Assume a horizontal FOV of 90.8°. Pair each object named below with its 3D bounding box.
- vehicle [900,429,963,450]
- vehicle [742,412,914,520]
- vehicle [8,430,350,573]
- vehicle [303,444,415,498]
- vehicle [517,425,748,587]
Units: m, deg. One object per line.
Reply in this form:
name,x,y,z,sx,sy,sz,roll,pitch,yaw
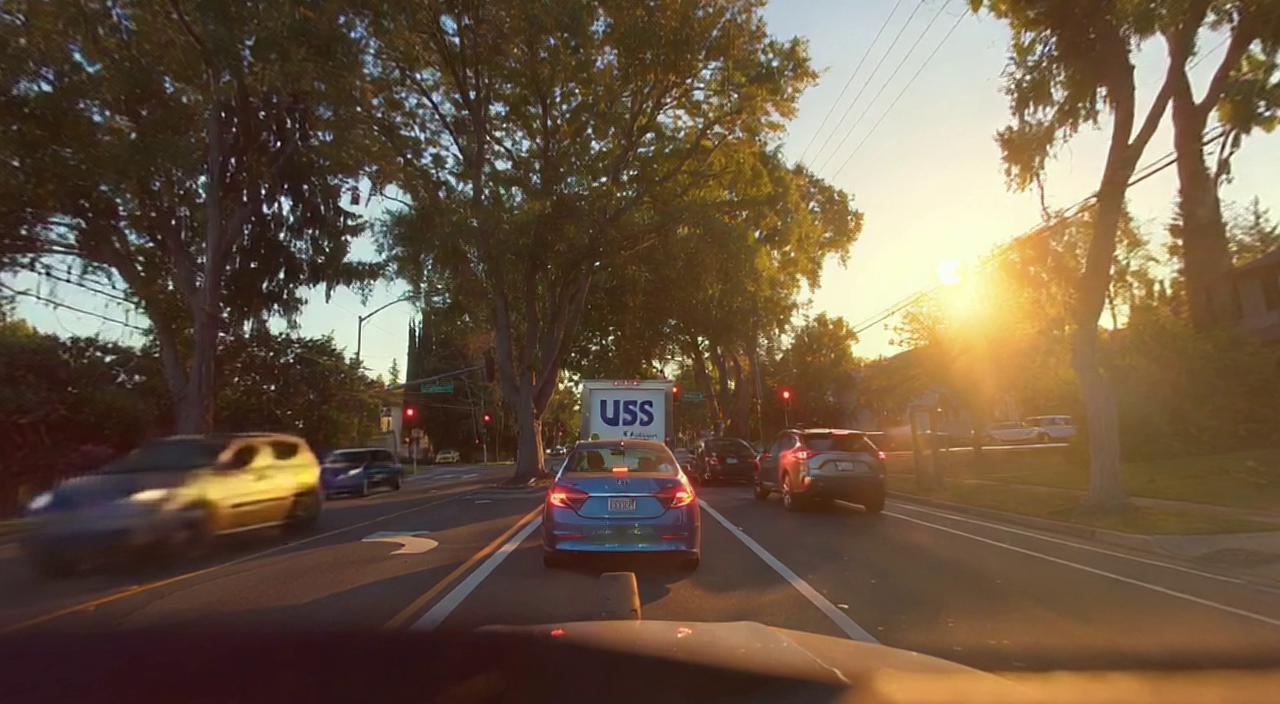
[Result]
vehicle,21.401,6.465,46.437,3.880,1.447,1.778,2,-9,-15
vehicle,3.598,2.295,13.191,2.145,1.847,4.524,0,-8,-1
vehicle,-6.351,2.053,9.505,1.962,1.640,4.161,0,-8,0
vehicle,-9.732,4.110,22.324,1.857,1.682,4.393,0,-8,0
vehicle,-0.126,1.738,8.033,2.135,1.483,4.207,0,-8,-2
